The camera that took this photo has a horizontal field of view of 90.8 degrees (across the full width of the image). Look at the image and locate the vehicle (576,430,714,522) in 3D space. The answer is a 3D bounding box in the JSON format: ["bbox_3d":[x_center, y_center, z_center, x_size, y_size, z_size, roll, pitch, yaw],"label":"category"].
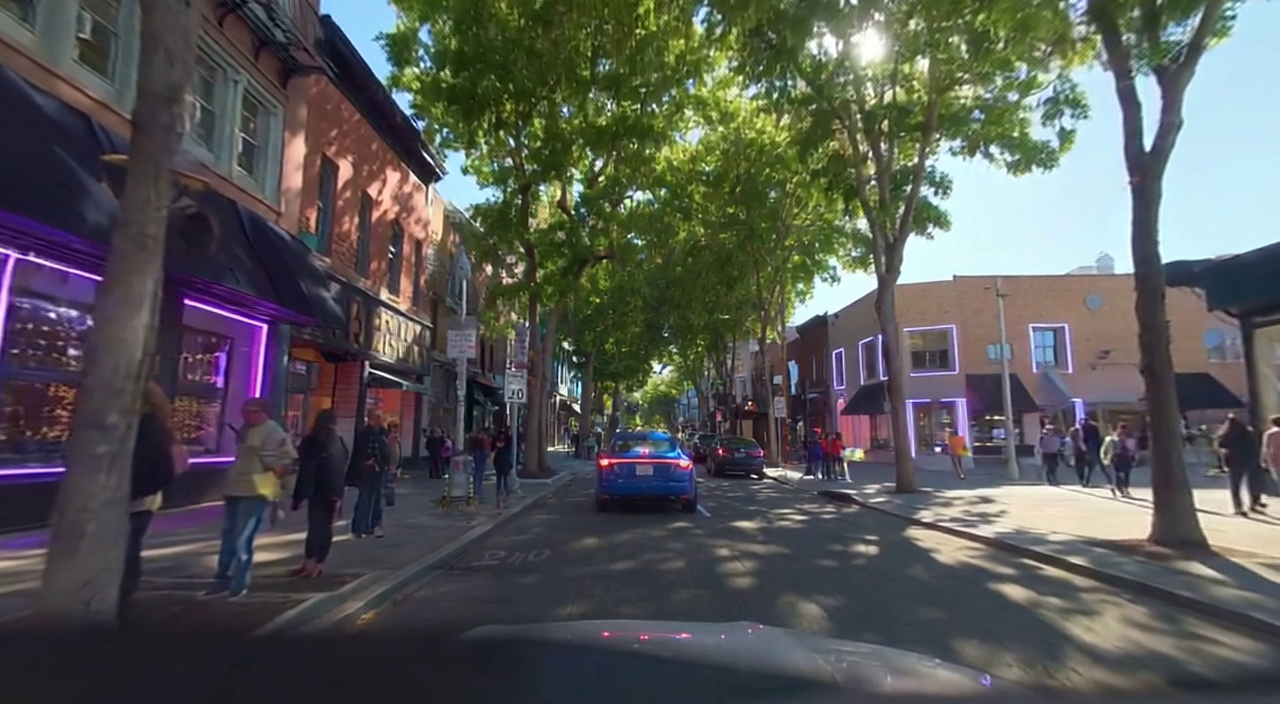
[{"bbox_3d":[0.063,2.341,12.476,2.261,1.474,4.130,0,-8,-1],"label":"vehicle"}]

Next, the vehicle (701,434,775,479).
[{"bbox_3d":[3.588,3.916,23.958,2.025,1.523,4.426,0,-8,-1],"label":"vehicle"}]
